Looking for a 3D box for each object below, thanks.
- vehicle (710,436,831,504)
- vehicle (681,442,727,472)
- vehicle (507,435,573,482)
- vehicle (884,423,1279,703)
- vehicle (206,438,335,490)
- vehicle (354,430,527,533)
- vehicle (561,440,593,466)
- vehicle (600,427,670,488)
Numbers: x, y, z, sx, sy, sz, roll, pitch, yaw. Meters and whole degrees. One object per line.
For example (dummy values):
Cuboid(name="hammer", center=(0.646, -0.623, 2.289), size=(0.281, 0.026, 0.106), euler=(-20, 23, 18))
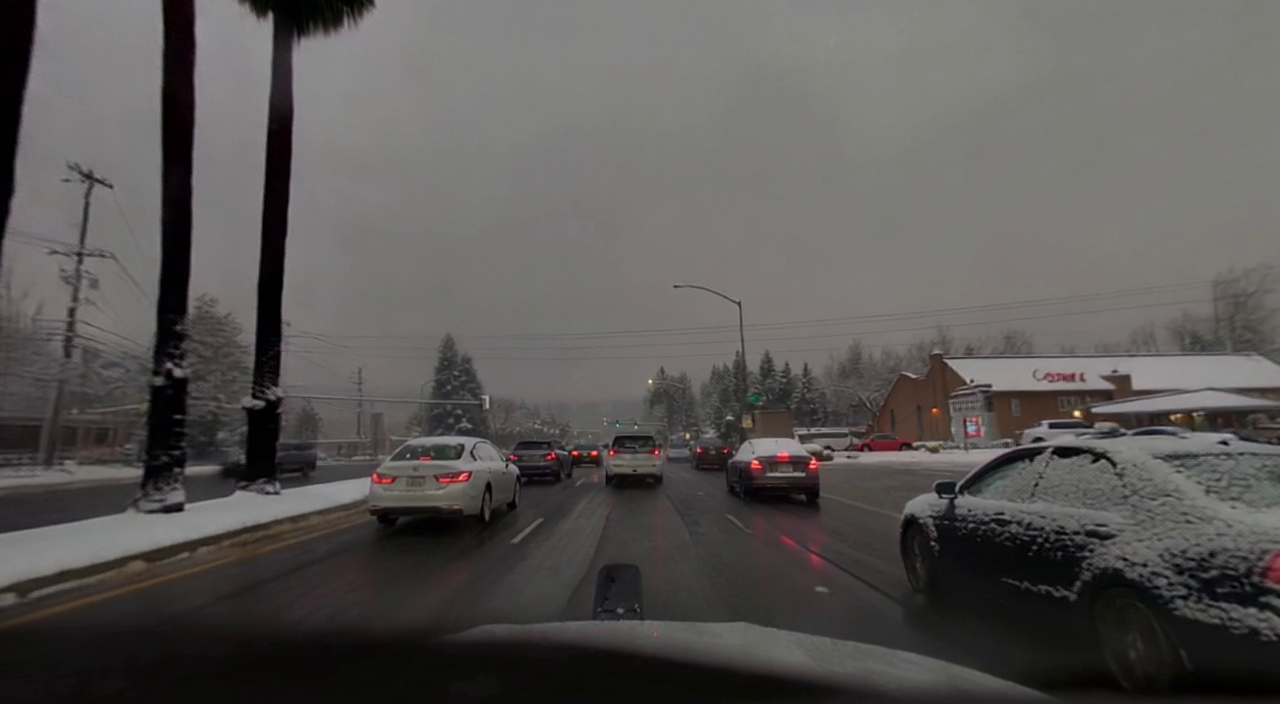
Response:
Cuboid(name="vehicle", center=(3.117, 2.912, 16.115), size=(1.977, 1.480, 4.589), euler=(0, -8, -2))
Cuboid(name="vehicle", center=(3.319, 5.545, 33.367), size=(1.880, 1.476, 3.932), euler=(0, -8, -2))
Cuboid(name="vehicle", center=(-3.896, 4.195, 25.197), size=(1.932, 1.695, 4.235), euler=(0, -8, 0))
Cuboid(name="vehicle", center=(3.621, 1.306, 4.578), size=(1.867, 1.448, 4.436), euler=(0, -8, -1))
Cuboid(name="vehicle", center=(-13.905, 4.211, 24.087), size=(2.113, 1.772, 4.591), euler=(0, -8, 0))
Cuboid(name="vehicle", center=(-3.353, 2.234, 11.517), size=(1.864, 1.505, 4.202), euler=(0, -8, -1))
Cuboid(name="vehicle", center=(-4.213, 6.832, 42.688), size=(1.871, 1.673, 3.920), euler=(0, -8, -1))
Cuboid(name="vehicle", center=(-0.154, 3.556, 21.626), size=(2.164, 1.867, 4.254), euler=(0, -8, 0))
